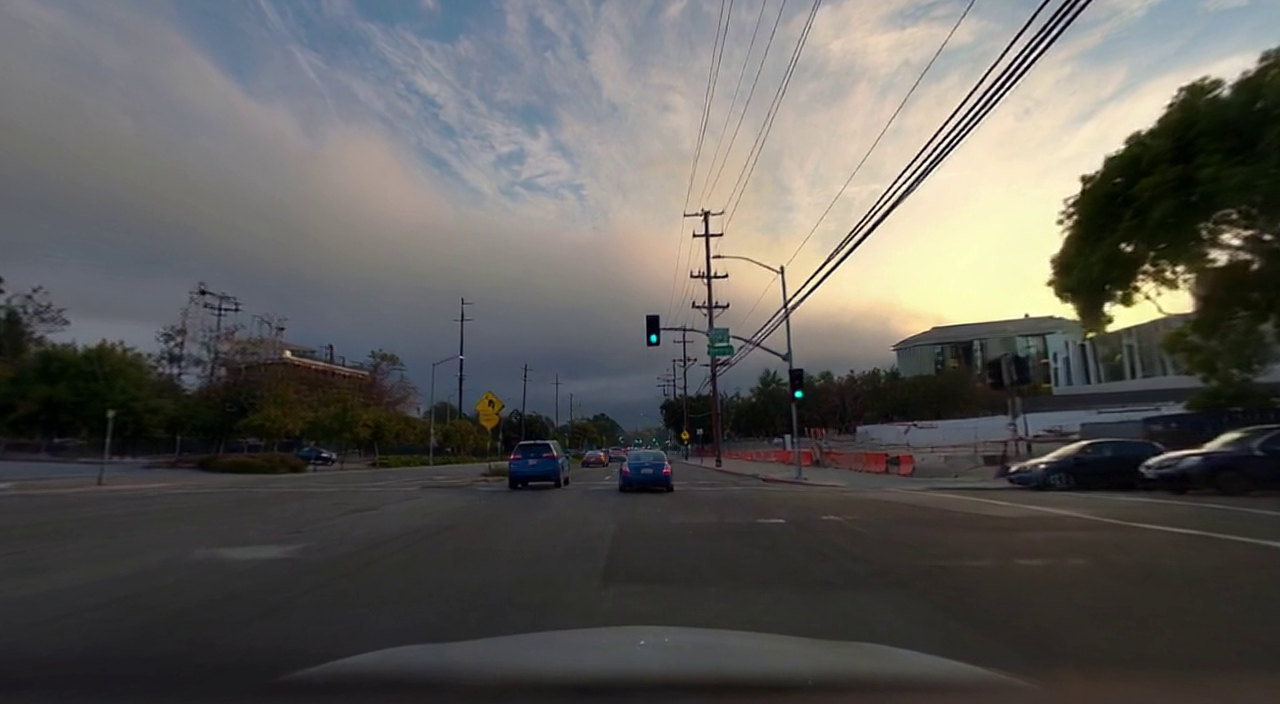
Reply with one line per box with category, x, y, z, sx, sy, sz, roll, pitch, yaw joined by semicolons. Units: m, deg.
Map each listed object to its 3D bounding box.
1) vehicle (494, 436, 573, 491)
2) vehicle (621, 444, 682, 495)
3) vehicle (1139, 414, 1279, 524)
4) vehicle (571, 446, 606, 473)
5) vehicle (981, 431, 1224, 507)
vehicle;-3.767;4.008;23.038;2.078;1.804;4.387;0;-8;1
vehicle;0.379;4.279;23.389;2.059;1.691;3.980;0;-8;0
vehicle;13.656;2.382;13.122;4.623;2.090;2.017;0;-8;-1
vehicle;-3.467;7.350;43.342;1.910;1.713;4.786;0;-8;1
vehicle;12.113;3.091;16.820;4.551;1.759;2.320;-2;-8;5
